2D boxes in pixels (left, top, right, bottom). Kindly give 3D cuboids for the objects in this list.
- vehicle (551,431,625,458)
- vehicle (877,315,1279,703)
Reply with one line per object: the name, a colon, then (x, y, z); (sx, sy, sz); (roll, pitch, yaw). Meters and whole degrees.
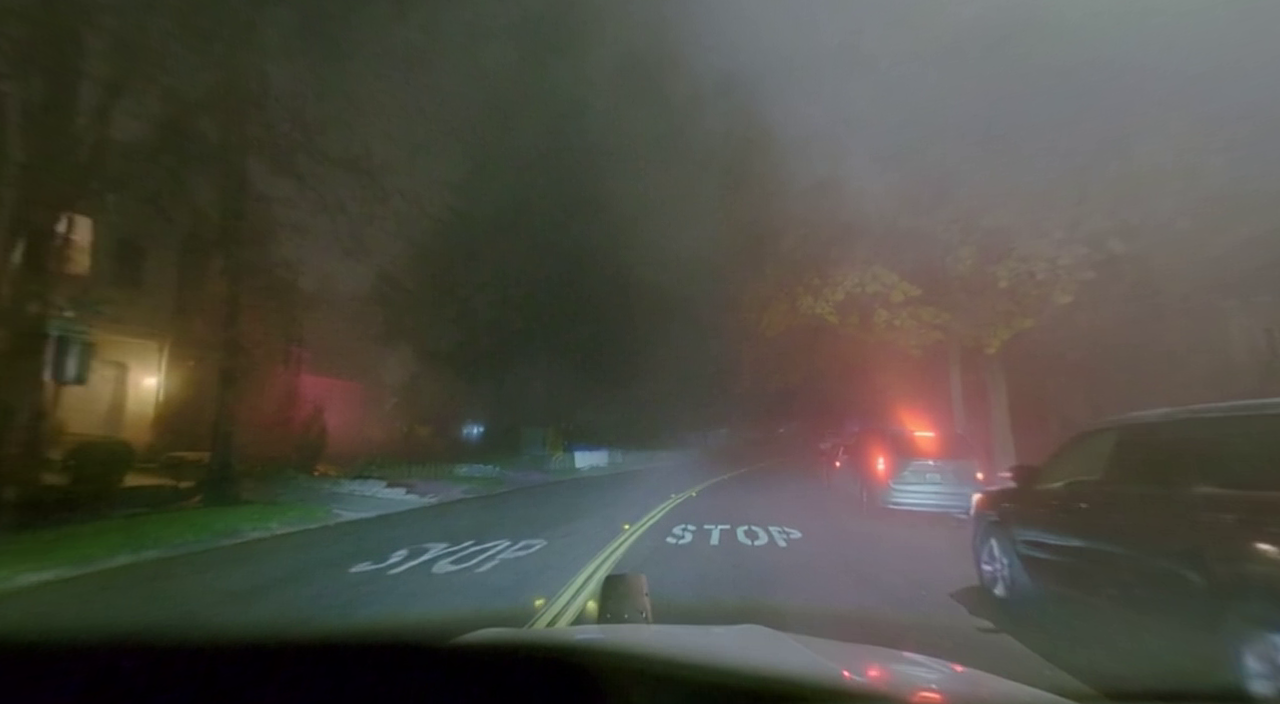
vehicle: (-3.713, 6.626, 45.027); (4.870, 1.813, 1.910); (-3, -9, 18)
vehicle: (3.468, 1.008, 3.792); (2.692, 1.649, 4.689); (-1, -8, 6)
